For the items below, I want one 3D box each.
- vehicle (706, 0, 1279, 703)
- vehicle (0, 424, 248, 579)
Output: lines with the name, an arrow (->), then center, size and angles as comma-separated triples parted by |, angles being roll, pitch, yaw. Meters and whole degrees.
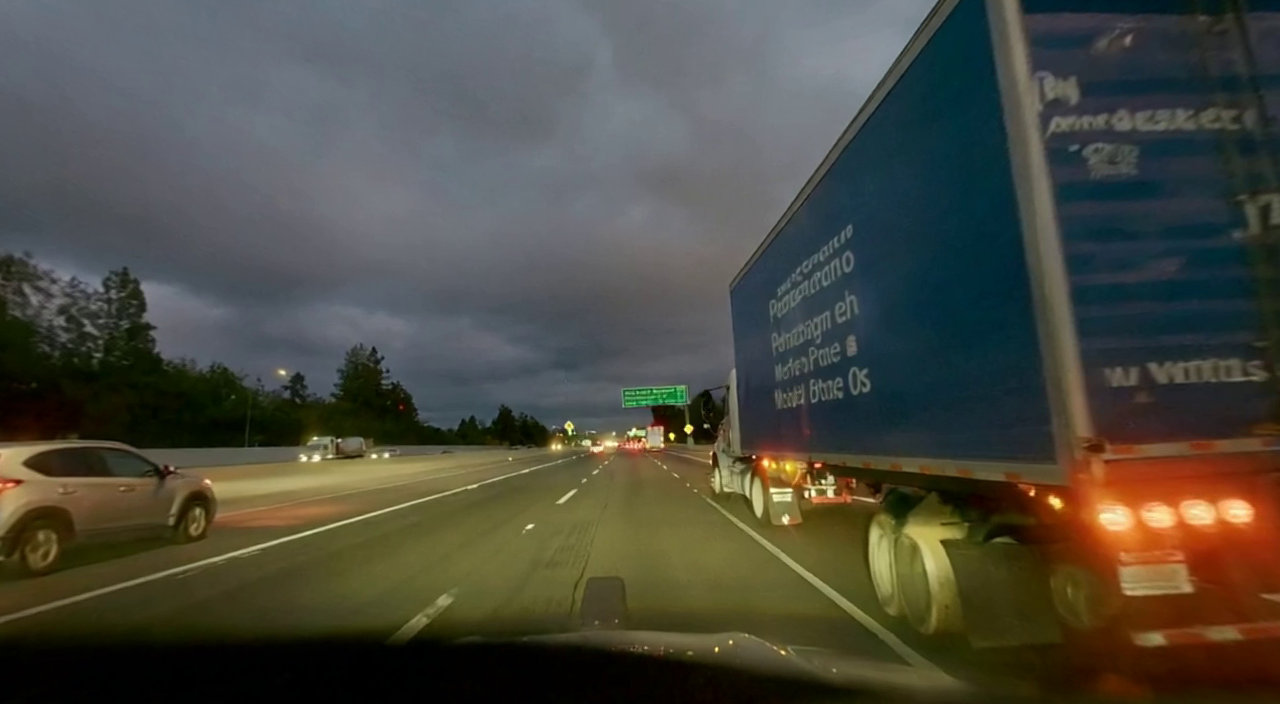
vehicle -> 3.110, 0.452, 8.262 | 2.985, 3.985, 10.516 | 0, -9, -2
vehicle -> -7.288, 1.712, 7.817 | 2.033, 1.494, 4.508 | 0, -9, -1
